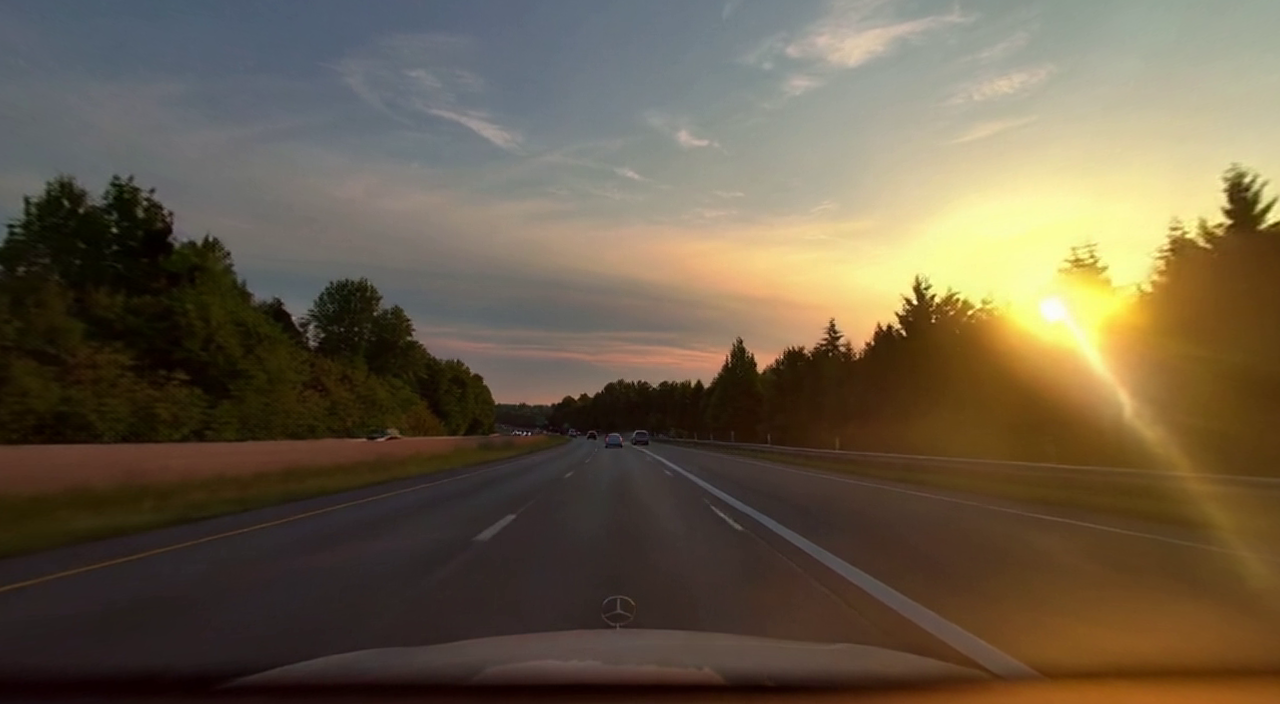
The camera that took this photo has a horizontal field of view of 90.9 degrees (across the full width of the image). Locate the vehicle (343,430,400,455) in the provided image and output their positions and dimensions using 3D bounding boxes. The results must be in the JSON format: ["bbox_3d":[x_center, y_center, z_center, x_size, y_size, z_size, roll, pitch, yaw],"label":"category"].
[{"bbox_3d":[-17.226,5.816,40.652,1.866,1.470,4.435,0,-8,-2],"label":"vehicle"}]
